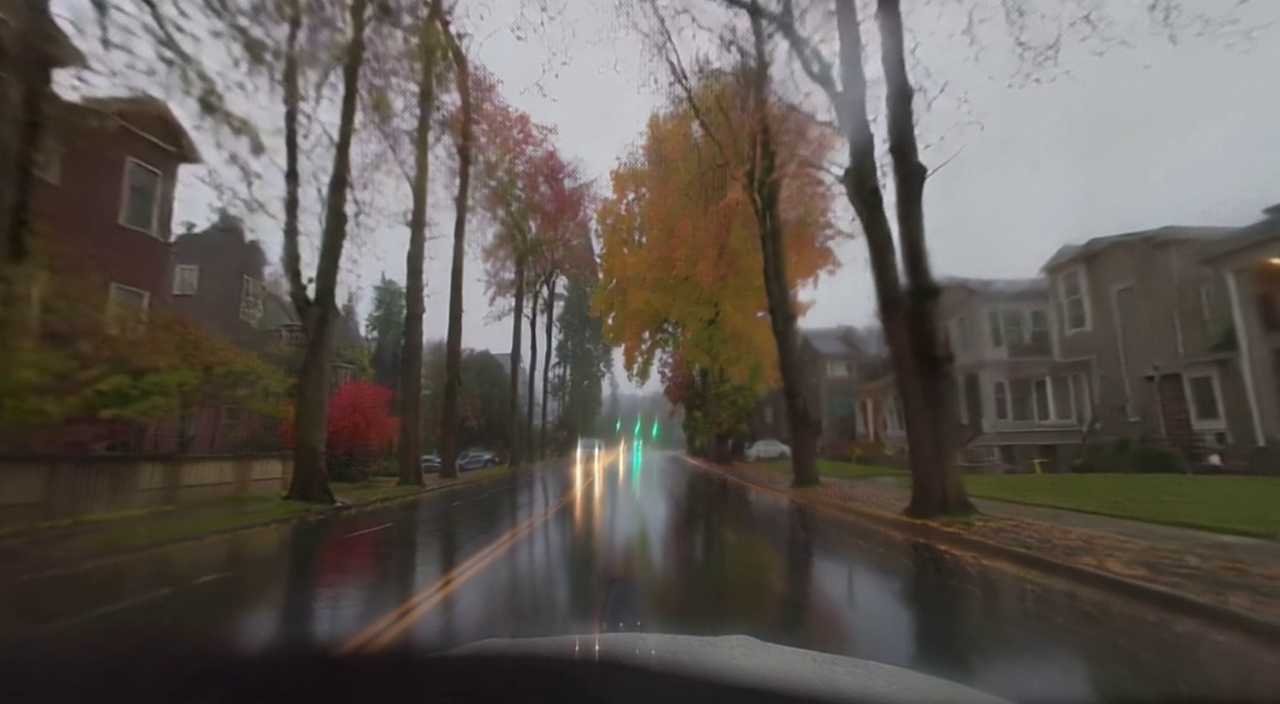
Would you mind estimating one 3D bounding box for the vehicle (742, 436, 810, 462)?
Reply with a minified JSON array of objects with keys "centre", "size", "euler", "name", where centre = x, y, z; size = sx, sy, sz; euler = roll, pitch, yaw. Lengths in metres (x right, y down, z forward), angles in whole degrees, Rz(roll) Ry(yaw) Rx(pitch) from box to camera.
[{"centre":[9.568,6.856,44.693],"size":[4.385,1.612,2.070],"euler":[-3,-9,5],"name":"vehicle"}]
